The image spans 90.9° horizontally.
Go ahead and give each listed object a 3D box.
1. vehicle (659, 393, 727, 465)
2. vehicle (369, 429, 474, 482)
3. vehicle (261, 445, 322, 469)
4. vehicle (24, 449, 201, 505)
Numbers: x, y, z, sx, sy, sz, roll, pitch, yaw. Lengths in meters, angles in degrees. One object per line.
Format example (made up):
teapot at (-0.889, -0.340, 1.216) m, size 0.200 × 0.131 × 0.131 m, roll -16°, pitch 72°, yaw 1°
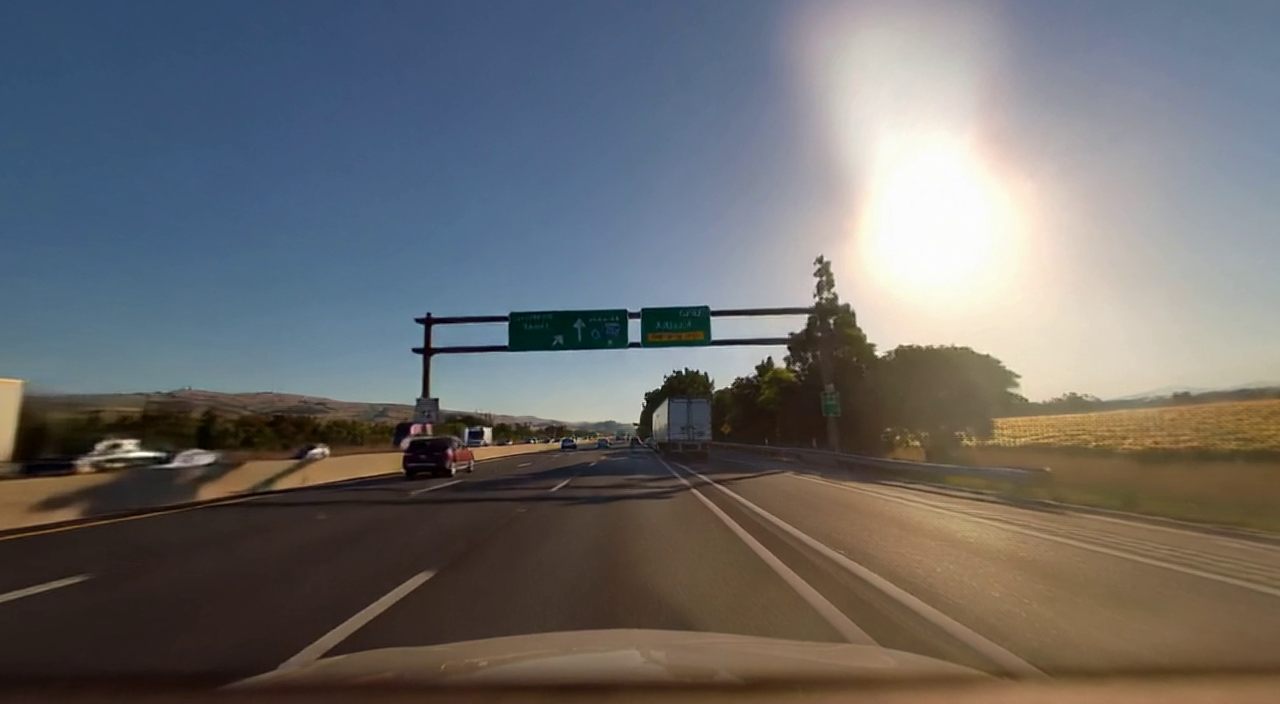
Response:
vehicle at (2.939, 4.783, 38.941) m, size 2.760 × 3.710 × 12.230 m, roll 0°, pitch -7°, yaw -2°
vehicle at (-7.472, 3.569, 22.147) m, size 2.076 × 1.636 × 4.597 m, roll 0°, pitch -8°, yaw -1°
vehicle at (-24.155, 7.279, 43.868) m, size 1.784 × 1.476 × 4.401 m, roll 0°, pitch -8°, yaw -1°
vehicle at (-15.236, 3.596, 18.529) m, size 1.883 × 1.356 × 3.865 m, roll 0°, pitch -8°, yaw 0°
